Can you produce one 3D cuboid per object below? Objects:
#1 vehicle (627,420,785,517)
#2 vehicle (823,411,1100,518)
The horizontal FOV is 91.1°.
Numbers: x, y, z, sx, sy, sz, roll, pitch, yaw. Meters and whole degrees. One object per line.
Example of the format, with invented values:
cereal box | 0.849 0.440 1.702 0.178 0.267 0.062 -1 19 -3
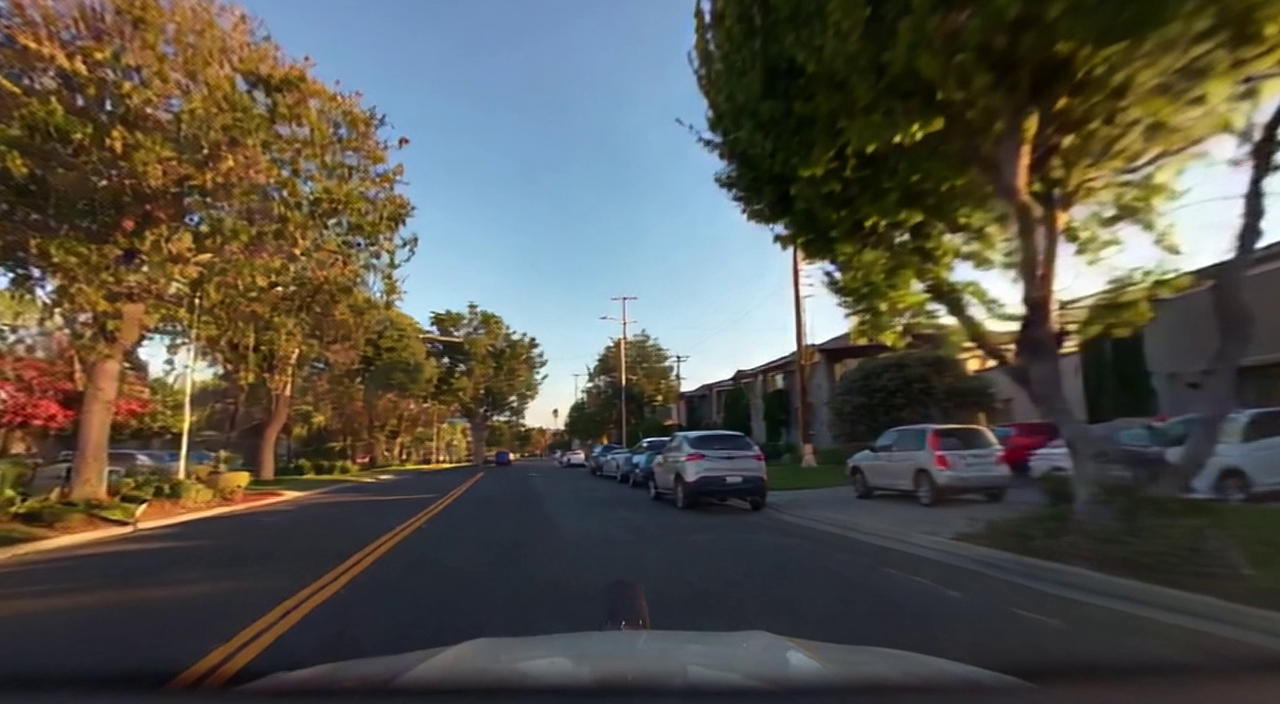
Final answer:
vehicle | 1.334 2.829 15.937 2.292 1.974 5.853 1 -9 -12
vehicle | 6.912 2.425 14.682 2.282 1.893 6.027 0 -7 -13
